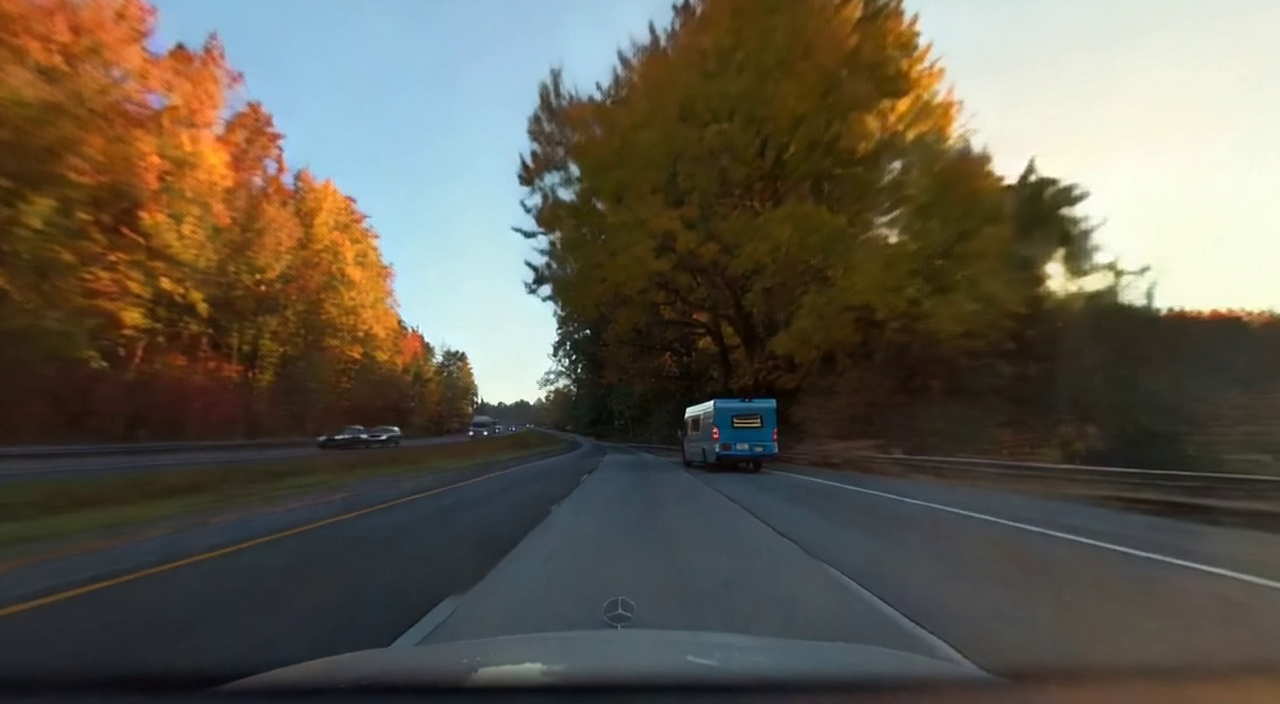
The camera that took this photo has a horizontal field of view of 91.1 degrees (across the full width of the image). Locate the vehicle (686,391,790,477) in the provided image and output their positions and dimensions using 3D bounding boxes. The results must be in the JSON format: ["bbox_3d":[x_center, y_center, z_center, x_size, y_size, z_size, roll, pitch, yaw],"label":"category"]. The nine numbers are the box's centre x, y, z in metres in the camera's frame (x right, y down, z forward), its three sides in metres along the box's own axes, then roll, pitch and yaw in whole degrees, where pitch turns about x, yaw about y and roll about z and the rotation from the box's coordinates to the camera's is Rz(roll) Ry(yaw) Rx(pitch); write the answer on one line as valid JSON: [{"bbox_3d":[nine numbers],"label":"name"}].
[{"bbox_3d":[3.555,3.239,24.742,2.815,2.876,7.101,0,-8,-1],"label":"vehicle"}]

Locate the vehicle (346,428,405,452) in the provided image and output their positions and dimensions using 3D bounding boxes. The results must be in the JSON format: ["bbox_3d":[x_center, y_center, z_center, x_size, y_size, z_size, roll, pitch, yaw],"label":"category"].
[{"bbox_3d":[-17.316,5.800,41.415,1.861,1.502,4.738,0,-8,0],"label":"vehicle"}]
